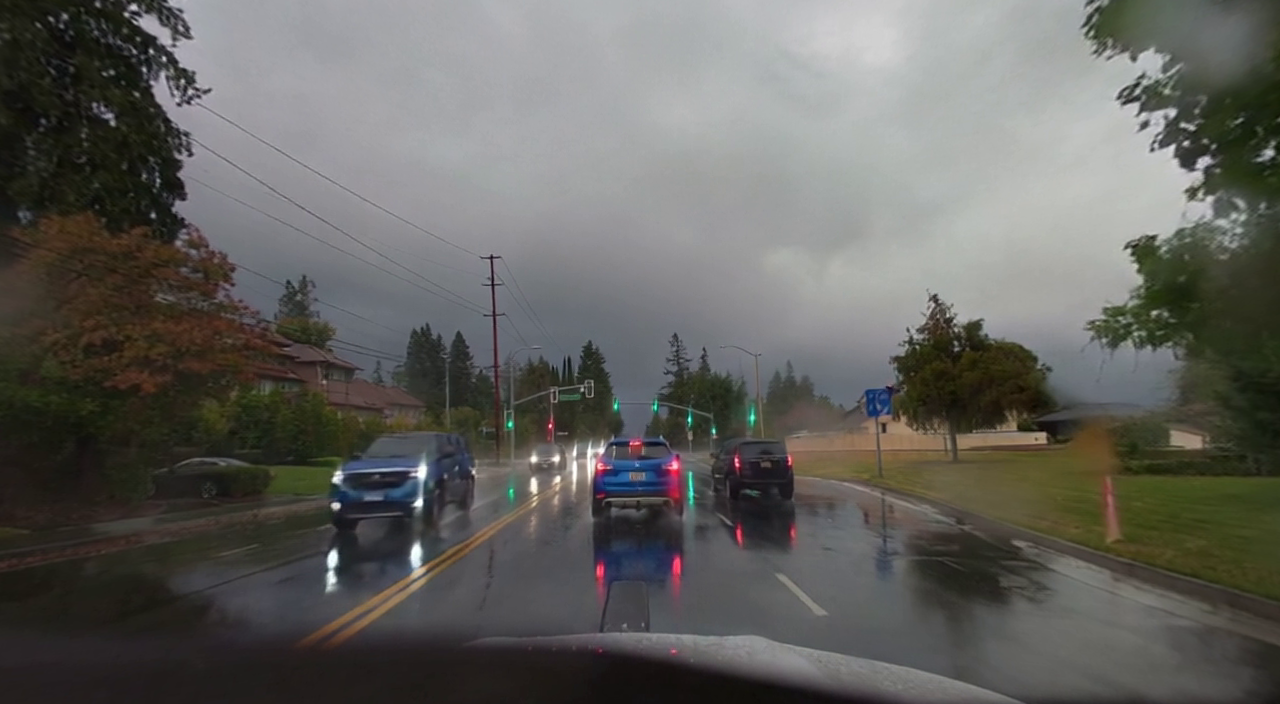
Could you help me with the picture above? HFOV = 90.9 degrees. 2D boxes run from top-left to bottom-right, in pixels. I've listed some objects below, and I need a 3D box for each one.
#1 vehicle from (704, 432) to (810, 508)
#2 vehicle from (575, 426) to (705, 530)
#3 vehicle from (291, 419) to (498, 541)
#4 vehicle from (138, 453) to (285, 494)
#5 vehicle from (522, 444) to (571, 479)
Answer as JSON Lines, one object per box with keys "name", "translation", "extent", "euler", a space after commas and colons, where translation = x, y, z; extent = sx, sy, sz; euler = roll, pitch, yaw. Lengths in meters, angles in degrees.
{"name": "vehicle", "translation": [3.002, 3.122, 17.146], "extent": [1.967, 1.756, 4.281], "euler": [0, -8, -1]}
{"name": "vehicle", "translation": [-0.033, 2.405, 12.579], "extent": [2.151, 1.695, 4.100], "euler": [0, -8, -1]}
{"name": "vehicle", "translation": [-4.600, 2.476, 13.037], "extent": [2.138, 1.938, 5.584], "euler": [0, -8, -1]}
{"name": "vehicle", "translation": [-16.273, 4.630, 24.087], "extent": [4.245, 1.446, 1.827], "euler": [0, -8, 0]}
{"name": "vehicle", "translation": [-4.948, 5.814, 33.786], "extent": [2.063, 1.727, 3.923], "euler": [0, -8, -1]}
